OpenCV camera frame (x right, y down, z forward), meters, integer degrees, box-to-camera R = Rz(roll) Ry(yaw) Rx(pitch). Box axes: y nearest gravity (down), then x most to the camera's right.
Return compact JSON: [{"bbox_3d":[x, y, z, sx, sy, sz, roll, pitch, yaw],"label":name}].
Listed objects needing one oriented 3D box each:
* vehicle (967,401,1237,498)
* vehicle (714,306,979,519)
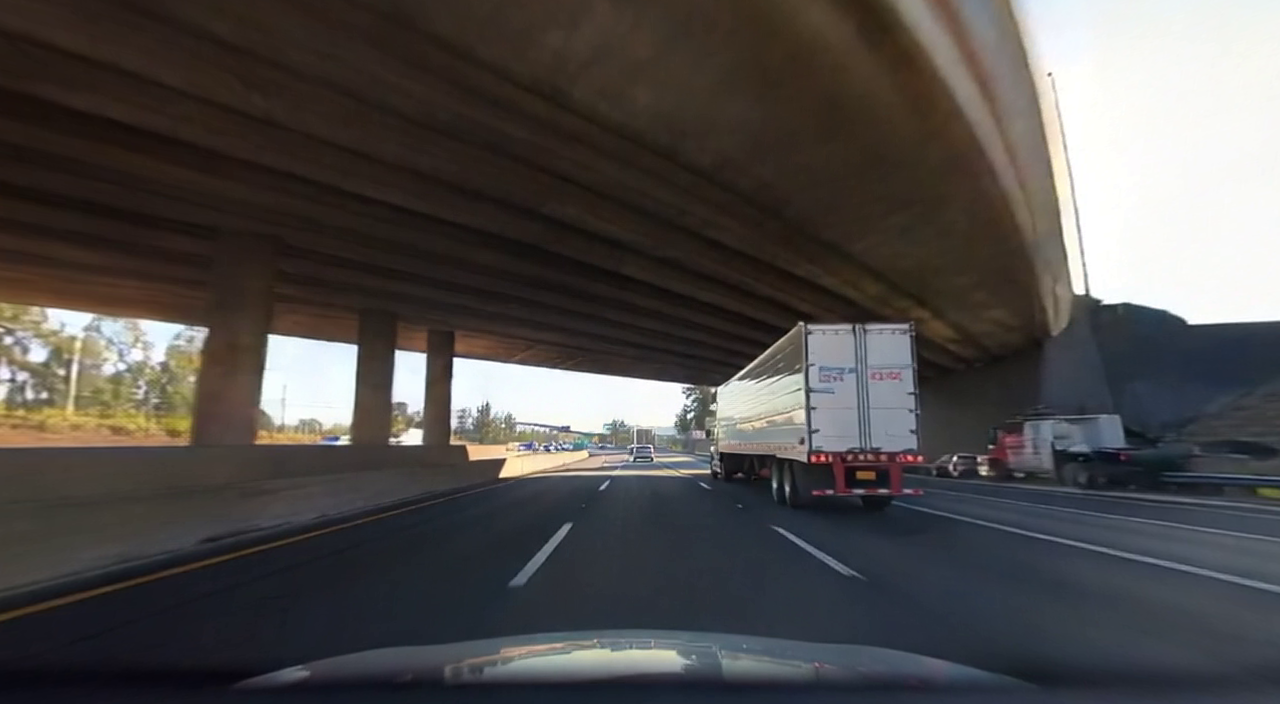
[{"bbox_3d":[22.673,5.064,33.114,2.853,3.921,14.754,0,-9,-1],"label":"vehicle"},{"bbox_3d":[4.666,2.168,18.984,2.881,3.995,14.382,0,-9,-1],"label":"vehicle"}]
